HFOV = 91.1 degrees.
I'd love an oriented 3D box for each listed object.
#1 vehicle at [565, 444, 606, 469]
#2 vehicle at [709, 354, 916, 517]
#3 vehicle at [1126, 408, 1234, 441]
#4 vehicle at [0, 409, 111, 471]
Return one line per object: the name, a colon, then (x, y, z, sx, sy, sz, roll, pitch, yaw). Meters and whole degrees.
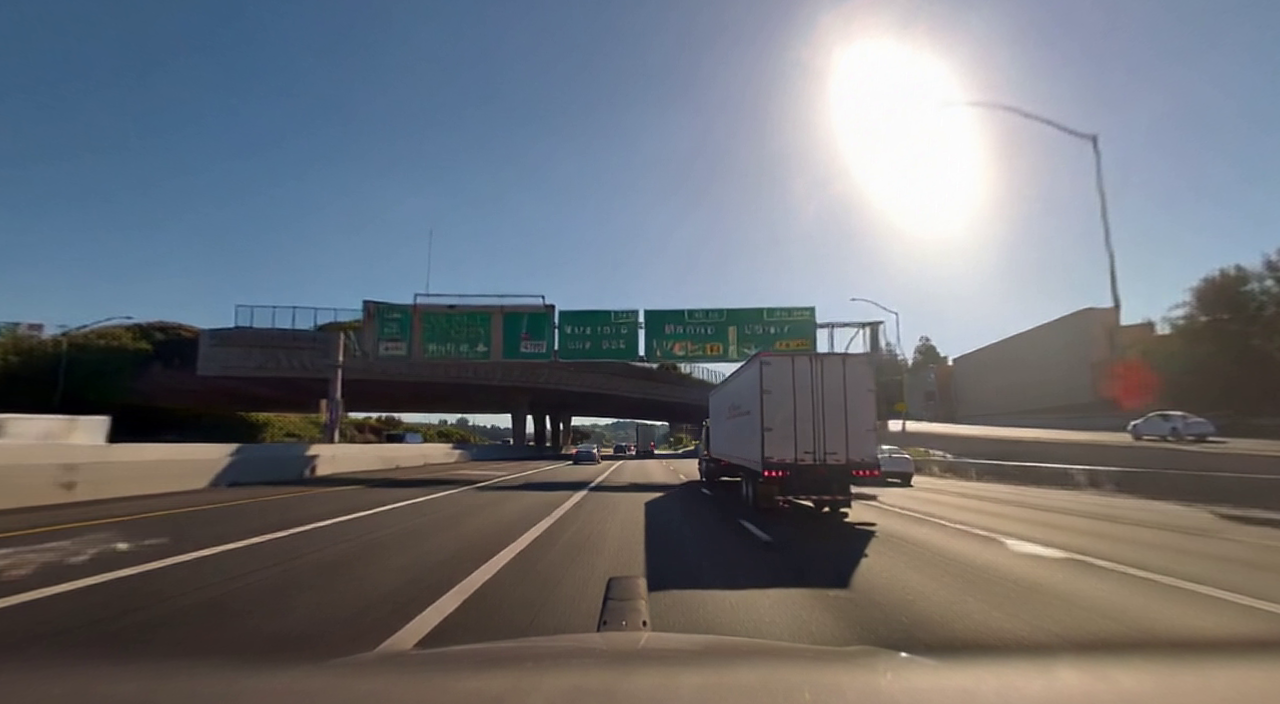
vehicle: (-3.466, 6.738, 40.649, 2.143, 1.529, 4.918, 0, -9, 1)
vehicle: (4.152, 2.499, 18.399, 3.049, 3.395, 10.595, 0, -9, 0)
vehicle: (28.762, 3.917, 33.626, 1.928, 1.603, 4.315, 2, -7, -1)
vehicle: (-33.802, 4.842, 34.418, 2.918, 3.123, 7.412, 0, -9, 0)
